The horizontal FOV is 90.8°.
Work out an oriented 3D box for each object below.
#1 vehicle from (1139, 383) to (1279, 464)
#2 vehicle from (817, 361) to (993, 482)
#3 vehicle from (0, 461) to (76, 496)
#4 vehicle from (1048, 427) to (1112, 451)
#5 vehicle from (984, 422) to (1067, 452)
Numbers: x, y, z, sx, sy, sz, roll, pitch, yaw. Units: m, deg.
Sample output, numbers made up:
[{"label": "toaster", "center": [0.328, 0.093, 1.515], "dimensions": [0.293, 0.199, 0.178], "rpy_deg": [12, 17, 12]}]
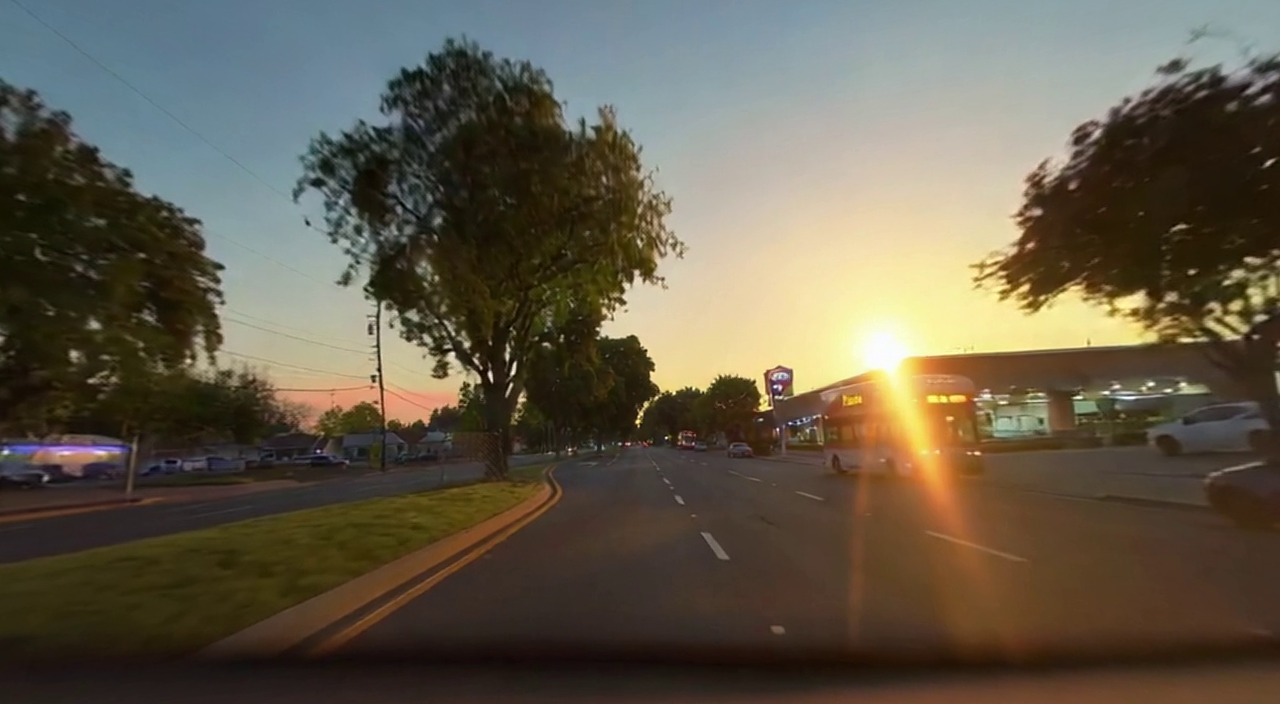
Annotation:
[{"label": "vehicle", "center": [20.334, 2.376, 20.717], "dimensions": [5.637, 2.480, 2.521], "rpy_deg": [-4, -9, 26]}, {"label": "vehicle", "center": [9.772, 2.852, 24.764], "dimensions": [3.017, 3.888, 8.508], "rpy_deg": [0, -8, -1]}, {"label": "vehicle", "center": [-33.617, 6.798, 34.296], "dimensions": [1.863, 1.646, 4.565], "rpy_deg": [0, -8, -2]}, {"label": "vehicle", "center": [30.565, 6.077, 43.988], "dimensions": [1.665, 1.469, 3.718], "rpy_deg": [-2, -9, -2]}, {"label": "vehicle", "center": [27.133, 6.039, 44.727], "dimensions": [2.221, 1.997, 5.314], "rpy_deg": [0, -8, -4]}]
